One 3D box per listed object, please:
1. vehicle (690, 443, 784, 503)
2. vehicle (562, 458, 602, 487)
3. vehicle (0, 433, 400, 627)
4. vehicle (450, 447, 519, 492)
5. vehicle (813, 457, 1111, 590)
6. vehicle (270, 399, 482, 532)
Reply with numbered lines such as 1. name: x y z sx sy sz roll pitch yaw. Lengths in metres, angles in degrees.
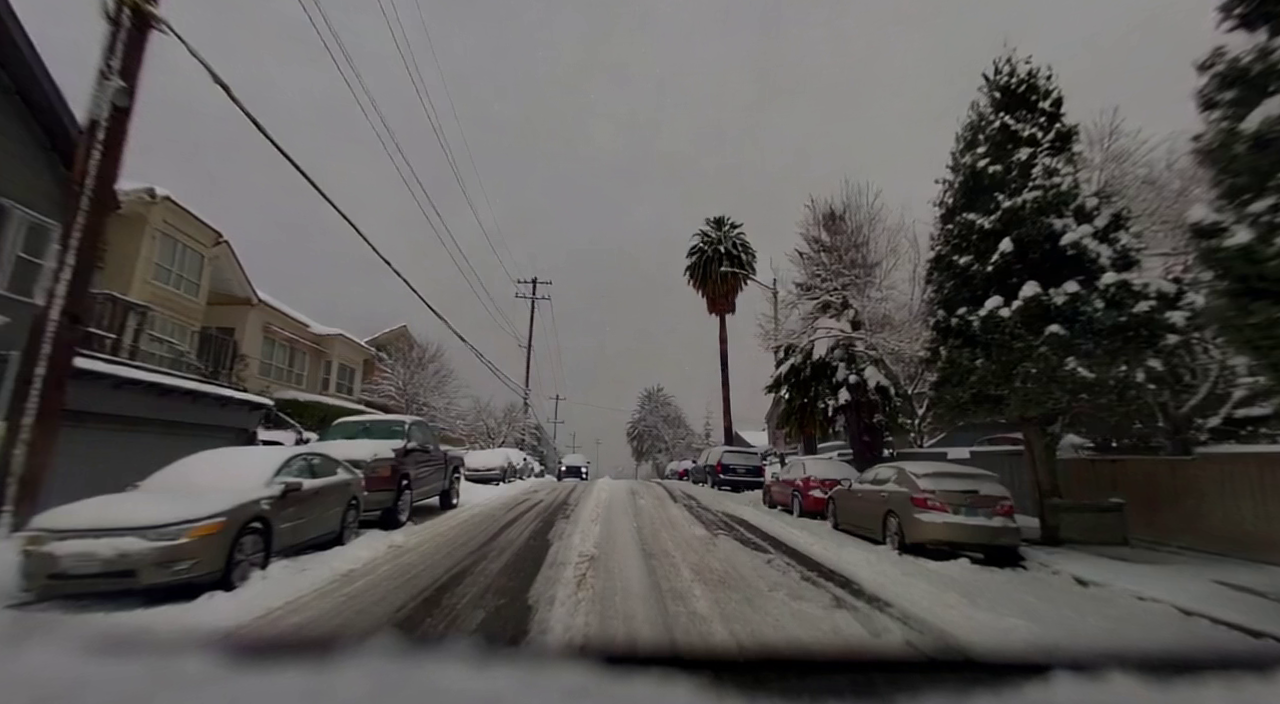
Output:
1. vehicle: 3.575 4.606 24.650 2.358 2.008 5.957 1 -8 -4
2. vehicle: -3.336 7.046 37.104 2.060 1.483 4.574 0 -8 -2
3. vehicle: -4.513 1.736 7.308 2.022 1.489 4.590 1 -8 -5
4. vehicle: -5.800 4.397 24.015 1.889 1.499 4.468 1 -8 -5
5. vehicle: 4.489 2.424 9.825 2.043 1.461 4.504 1 -8 -4
6. vehicle: -5.022 2.259 13.134 2.348 2.144 5.481 1 -8 -4
